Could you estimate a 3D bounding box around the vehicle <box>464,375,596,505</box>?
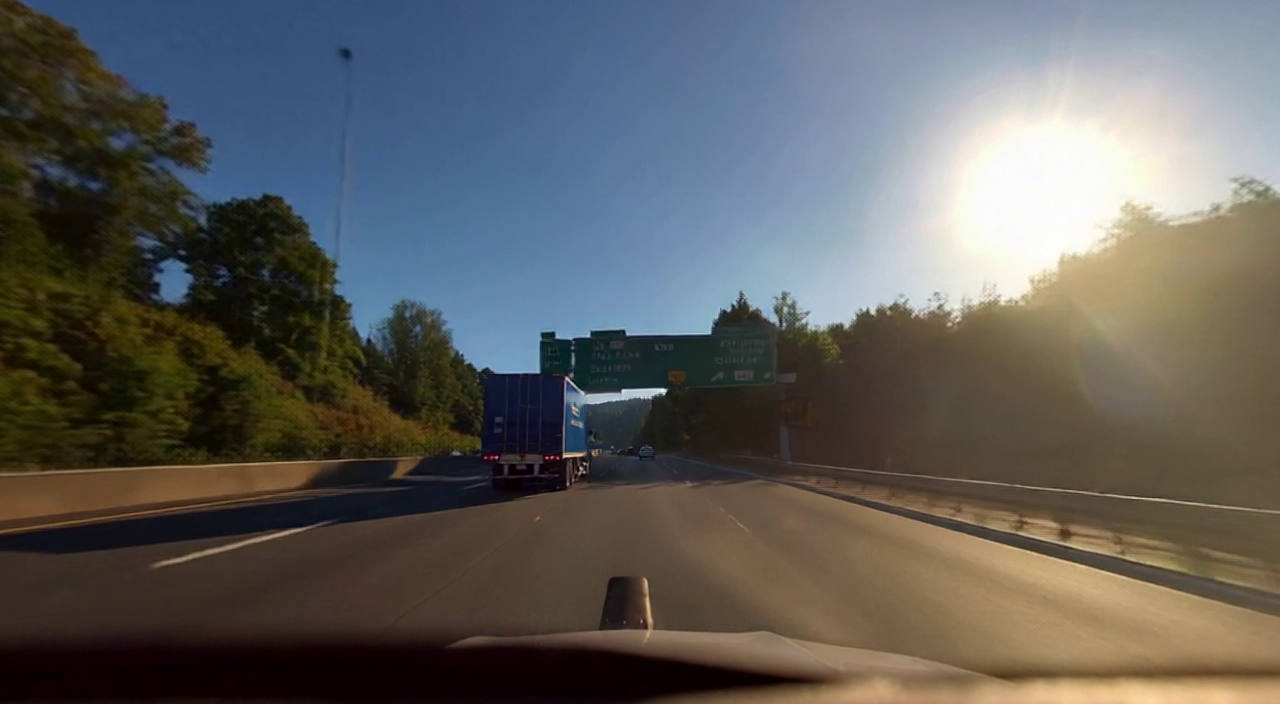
[{"bbox_3d":[-2.907,2.646,18.852,2.695,3.151,6.885,0,-9,0],"label":"vehicle"}]
